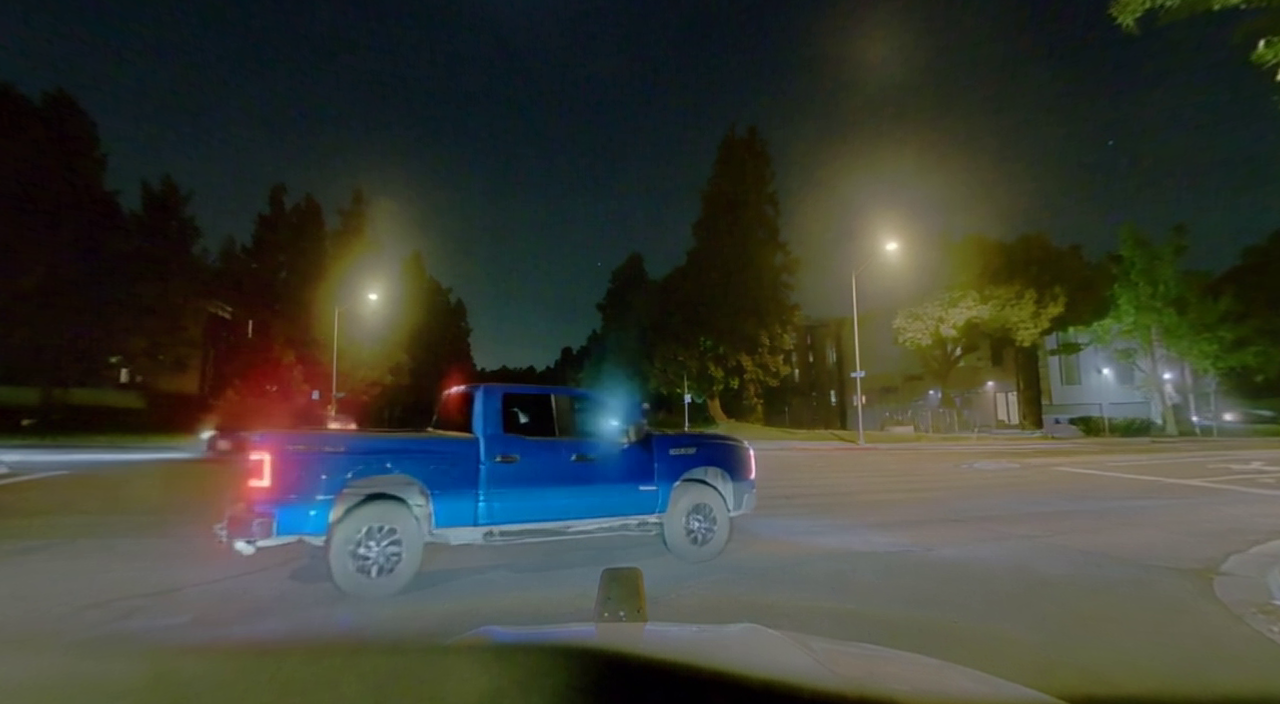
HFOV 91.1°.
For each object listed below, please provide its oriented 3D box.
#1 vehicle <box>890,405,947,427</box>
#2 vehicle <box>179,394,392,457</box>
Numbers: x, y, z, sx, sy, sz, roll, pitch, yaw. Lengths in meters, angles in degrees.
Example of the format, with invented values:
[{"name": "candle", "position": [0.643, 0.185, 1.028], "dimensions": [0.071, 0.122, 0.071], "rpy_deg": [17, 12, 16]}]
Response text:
[{"name": "vehicle", "position": [21.218, 4.898, 47.771], "dimensions": [4.674, 1.483, 1.745], "rpy_deg": [6, -10, -35]}, {"name": "vehicle", "position": [-10.912, 2.364, 19.817], "dimensions": [5.333, 1.837, 2.124], "rpy_deg": [1, -9, -10]}]
